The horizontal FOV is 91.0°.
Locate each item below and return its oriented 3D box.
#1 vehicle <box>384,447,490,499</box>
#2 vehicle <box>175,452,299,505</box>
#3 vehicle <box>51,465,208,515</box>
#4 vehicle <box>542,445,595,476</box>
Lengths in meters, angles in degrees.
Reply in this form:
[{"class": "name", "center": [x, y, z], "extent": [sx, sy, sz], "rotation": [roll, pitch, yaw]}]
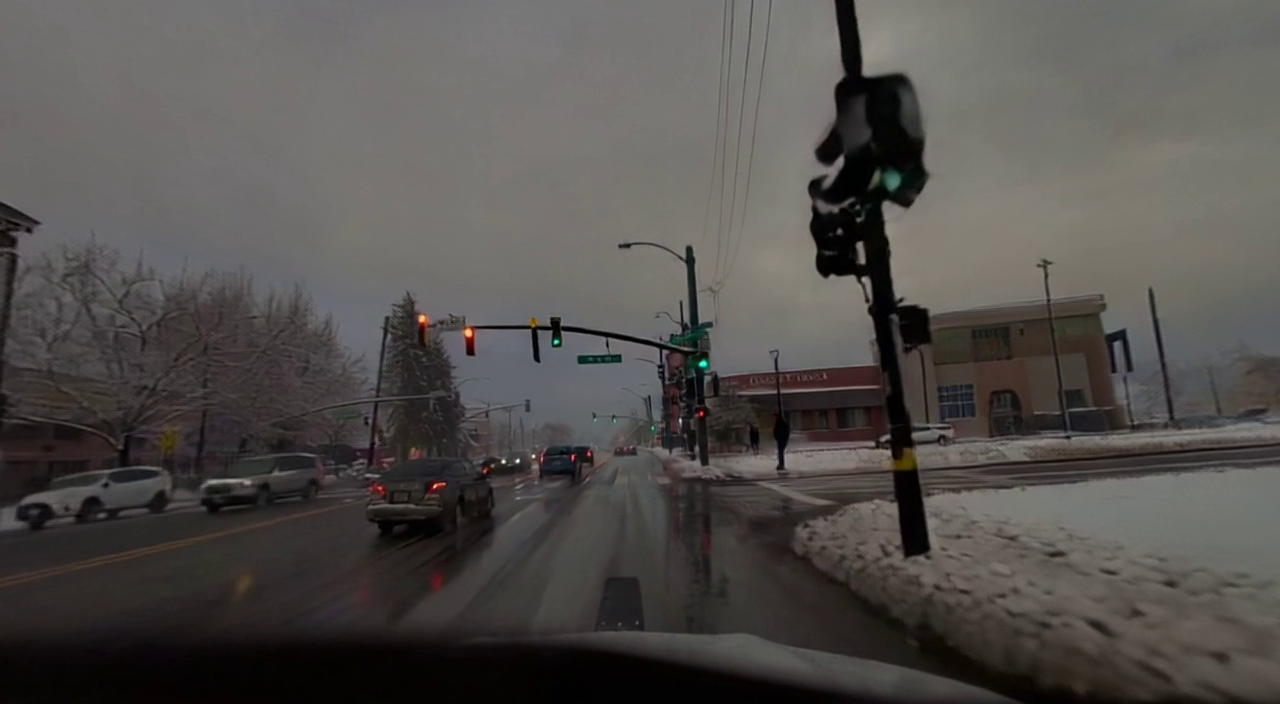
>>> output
[{"class": "vehicle", "center": [-6.519, 3.920, 20.876], "extent": [1.960, 1.479, 4.654], "rotation": [0, -9, 0]}, {"class": "vehicle", "center": [-15.641, 4.897, 24.758], "extent": [2.139, 1.692, 4.099], "rotation": [-4, -9, 1]}, {"class": "vehicle", "center": [-18.883, 5.091, 23.650], "extent": [1.861, 1.493, 4.754], "rotation": [0, -9, 1]}, {"class": "vehicle", "center": [-3.576, 5.488, 32.148], "extent": [2.147, 1.472, 4.406], "rotation": [0, -9, 0]}]
